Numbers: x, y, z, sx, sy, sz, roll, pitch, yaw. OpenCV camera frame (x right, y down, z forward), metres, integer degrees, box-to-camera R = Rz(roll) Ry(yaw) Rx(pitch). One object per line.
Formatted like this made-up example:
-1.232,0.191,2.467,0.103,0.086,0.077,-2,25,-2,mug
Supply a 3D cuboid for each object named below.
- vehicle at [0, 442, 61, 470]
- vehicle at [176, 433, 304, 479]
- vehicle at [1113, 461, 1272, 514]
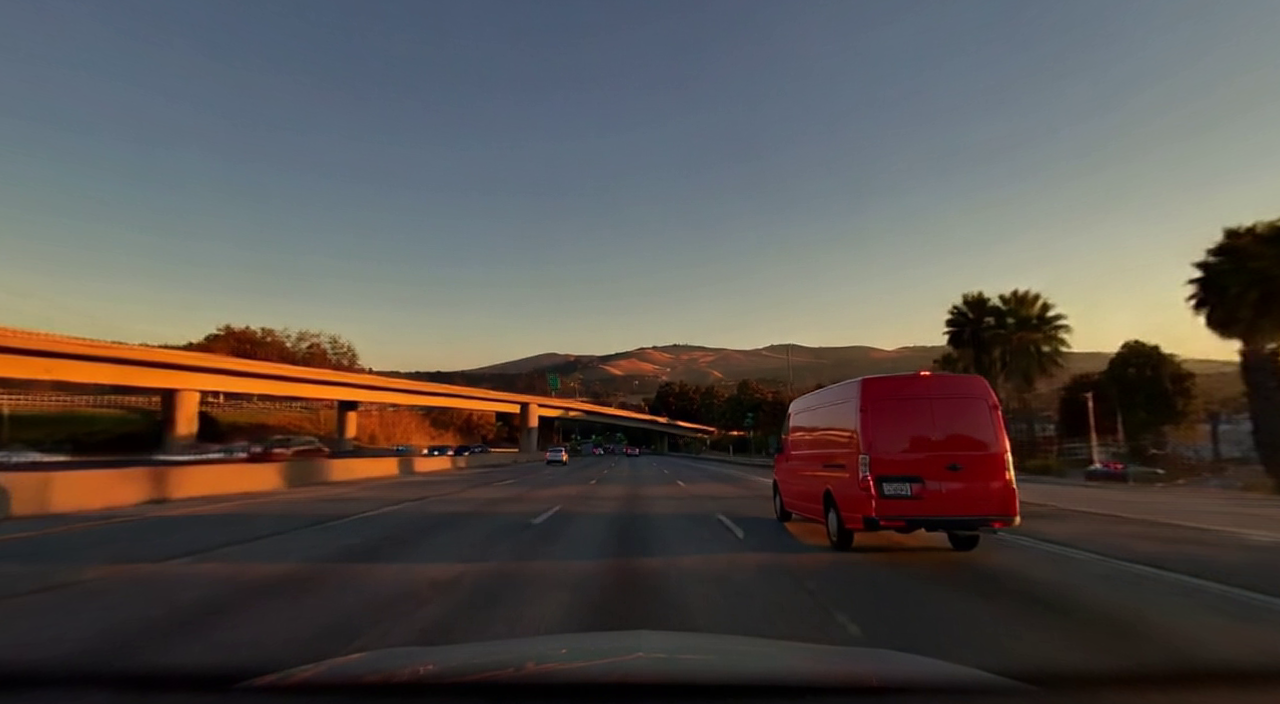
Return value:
-33.759,5.501,33.299,1.807,1.451,4.798,1,-9,-5,vehicle
-16.454,4.322,26.213,2.102,1.727,4.927,0,-9,0,vehicle
21.317,5.203,24.586,2.294,1.737,4.708,-1,-9,7,vehicle
